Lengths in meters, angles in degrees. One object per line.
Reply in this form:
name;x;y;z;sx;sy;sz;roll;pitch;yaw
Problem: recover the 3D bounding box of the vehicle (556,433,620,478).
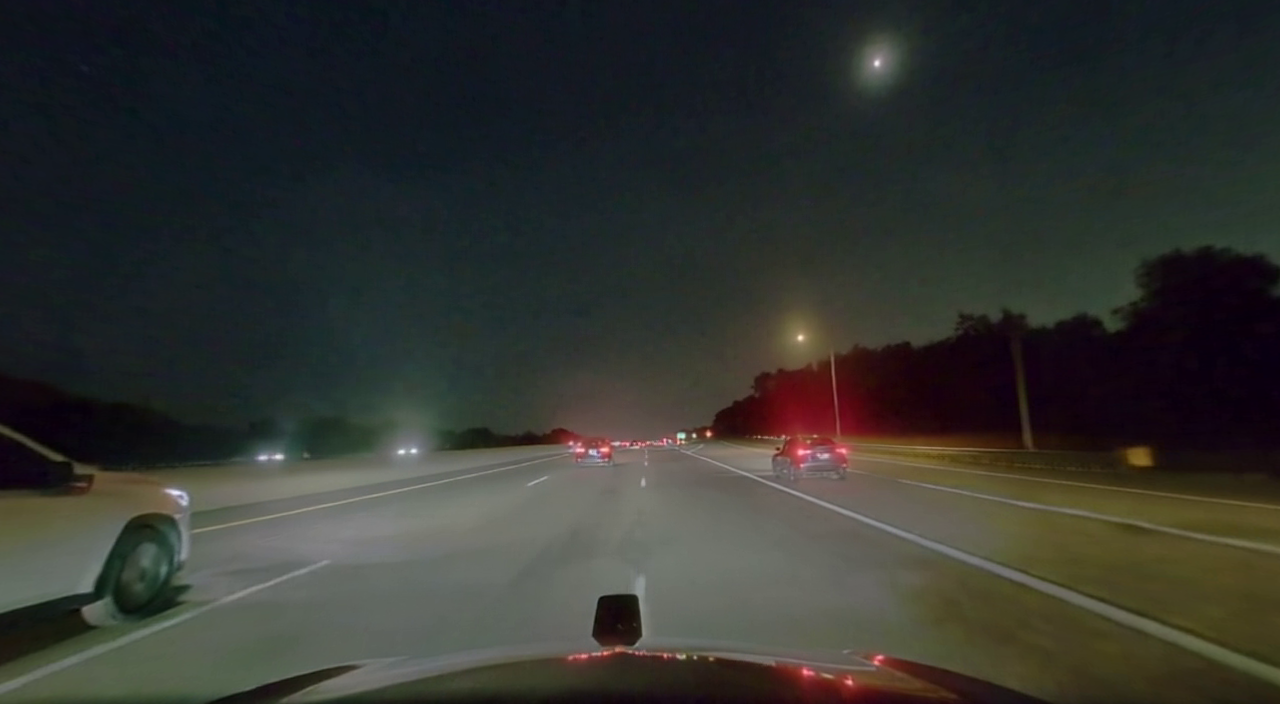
vehicle;-1.908;3.944;24.361;2.039;1.589;4.324;0;-8;1
